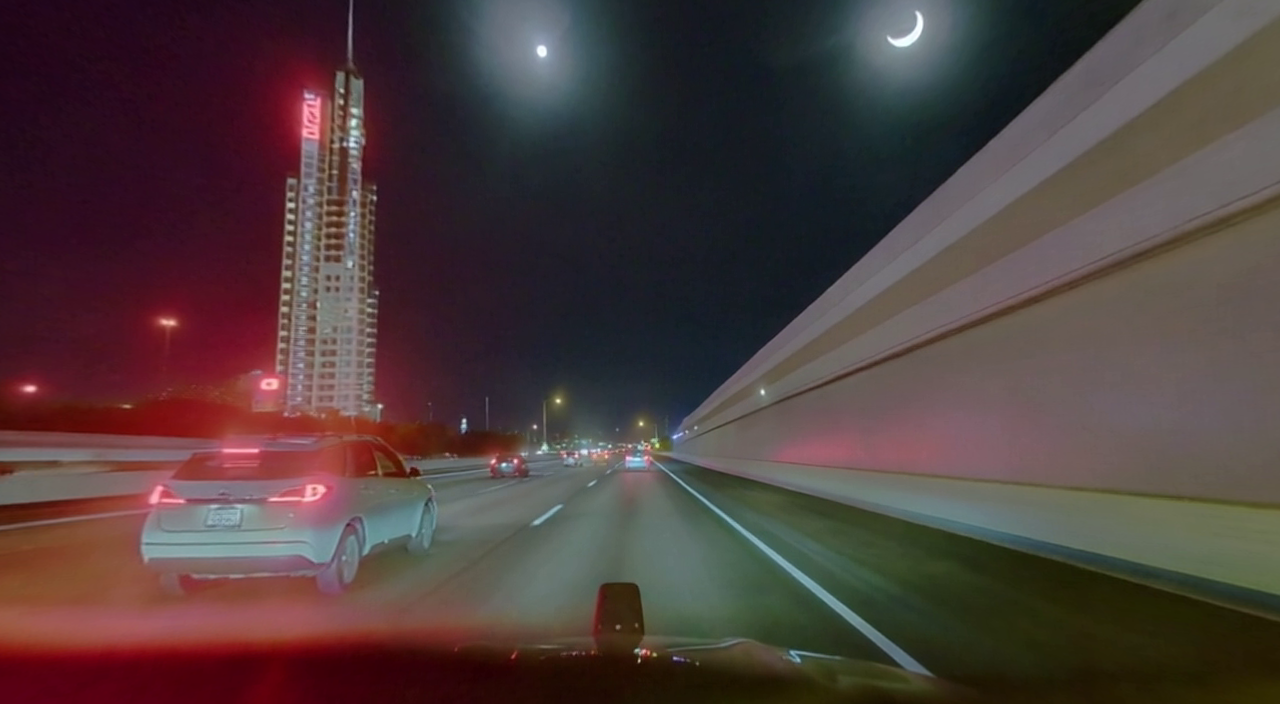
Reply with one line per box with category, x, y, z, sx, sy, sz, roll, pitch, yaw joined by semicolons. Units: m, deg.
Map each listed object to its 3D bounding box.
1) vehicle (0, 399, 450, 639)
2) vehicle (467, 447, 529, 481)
vehicle;-3.847;1.560;6.916;2.059;1.725;4.521;0;-9;1
vehicle;-7.177;5.698;32.376;1.998;1.542;4.953;0;-9;1
